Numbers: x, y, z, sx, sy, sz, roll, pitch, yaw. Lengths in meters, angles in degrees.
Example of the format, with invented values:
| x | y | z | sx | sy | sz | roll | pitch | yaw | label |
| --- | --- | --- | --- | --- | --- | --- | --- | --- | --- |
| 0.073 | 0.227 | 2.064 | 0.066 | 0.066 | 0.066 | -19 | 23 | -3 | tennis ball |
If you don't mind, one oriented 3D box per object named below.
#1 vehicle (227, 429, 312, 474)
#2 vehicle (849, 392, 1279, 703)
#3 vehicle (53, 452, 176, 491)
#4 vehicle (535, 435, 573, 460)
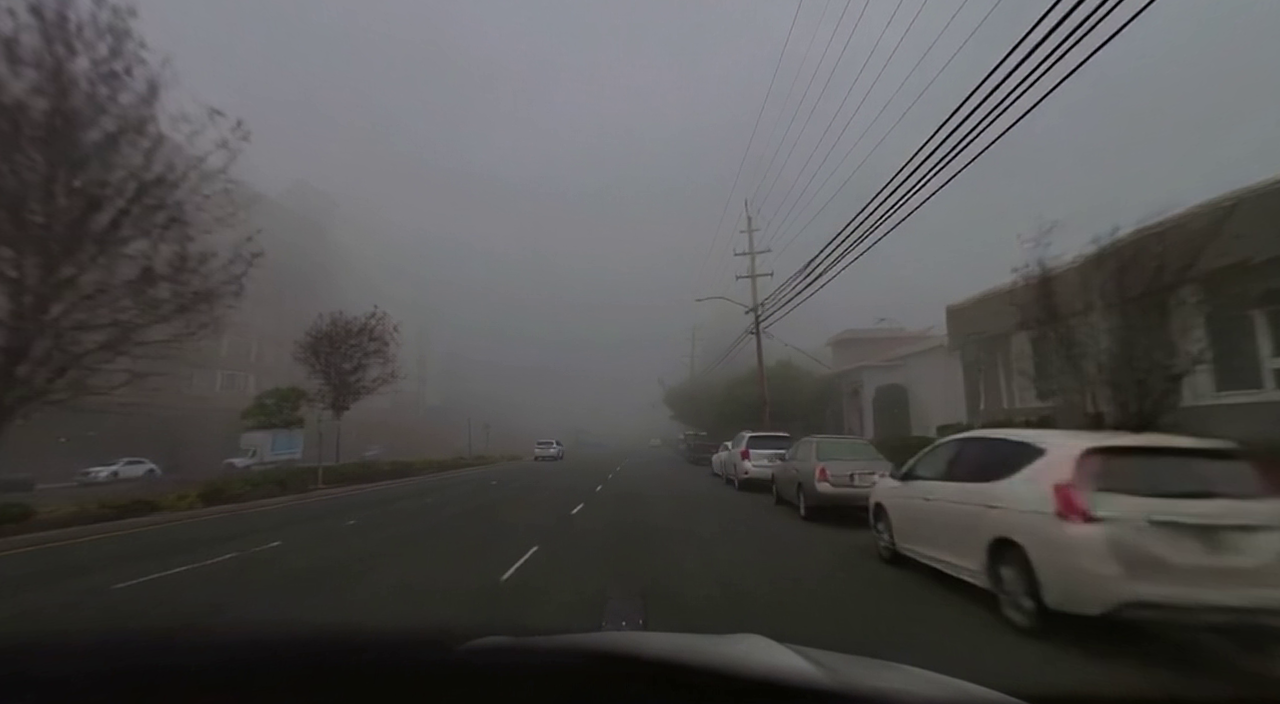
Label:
| x | y | z | sx | sy | sz | roll | pitch | yaw | label |
| --- | --- | --- | --- | --- | --- | --- | --- | --- | --- |
| -25.630 | 6.892 | 43.927 | 2.223 | 2.895 | 5.824 | 0 | -8 | 1 | vehicle |
| 3.480 | 1.286 | 5.051 | 2.048 | 1.556 | 4.753 | 0 | -8 | 1 | vehicle |
| -25.778 | 5.819 | 31.188 | 2.121 | 1.699 | 4.506 | 0 | -8 | 0 | vehicle |
| -6.074 | 6.795 | 45.164 | 2.000 | 1.671 | 4.497 | 0 | -8 | 1 | vehicle |
